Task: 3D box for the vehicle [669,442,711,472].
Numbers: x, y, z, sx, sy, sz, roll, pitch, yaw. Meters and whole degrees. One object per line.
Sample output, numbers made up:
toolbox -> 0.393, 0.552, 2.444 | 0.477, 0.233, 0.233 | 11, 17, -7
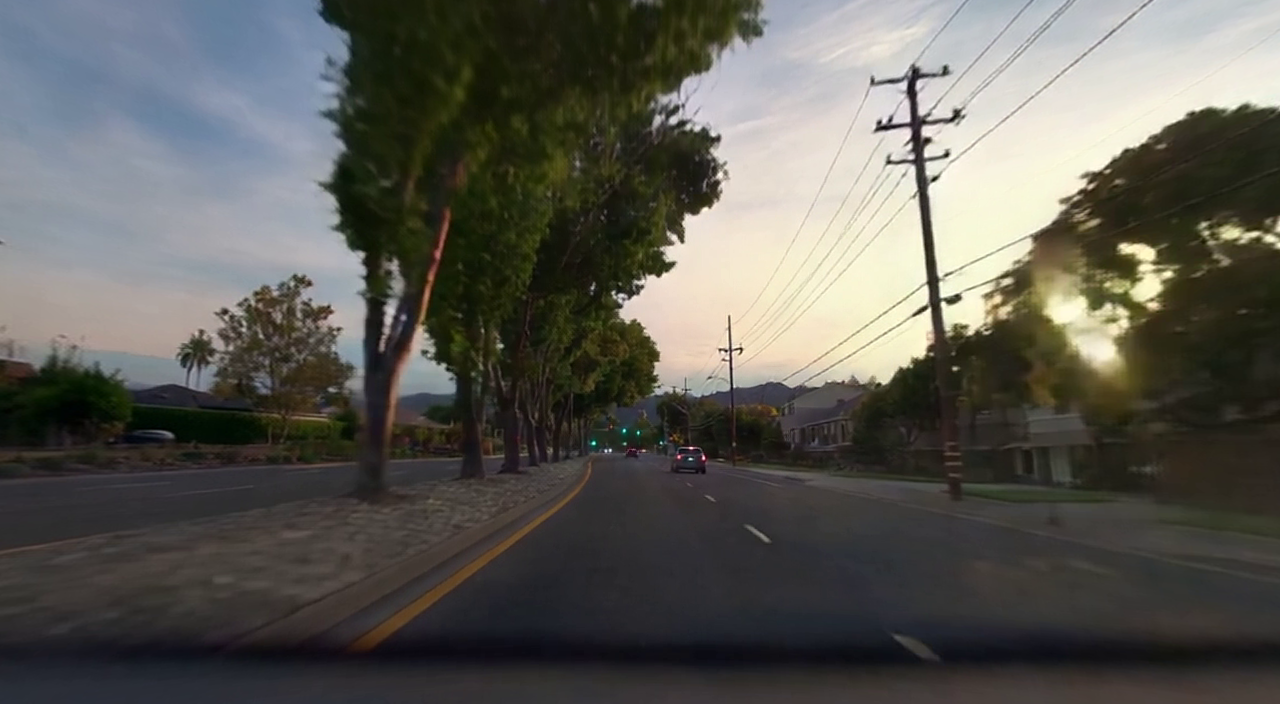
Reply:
vehicle -> 3.117, 6.697, 40.457 | 2.240, 1.781, 4.433 | 0, -8, -1
